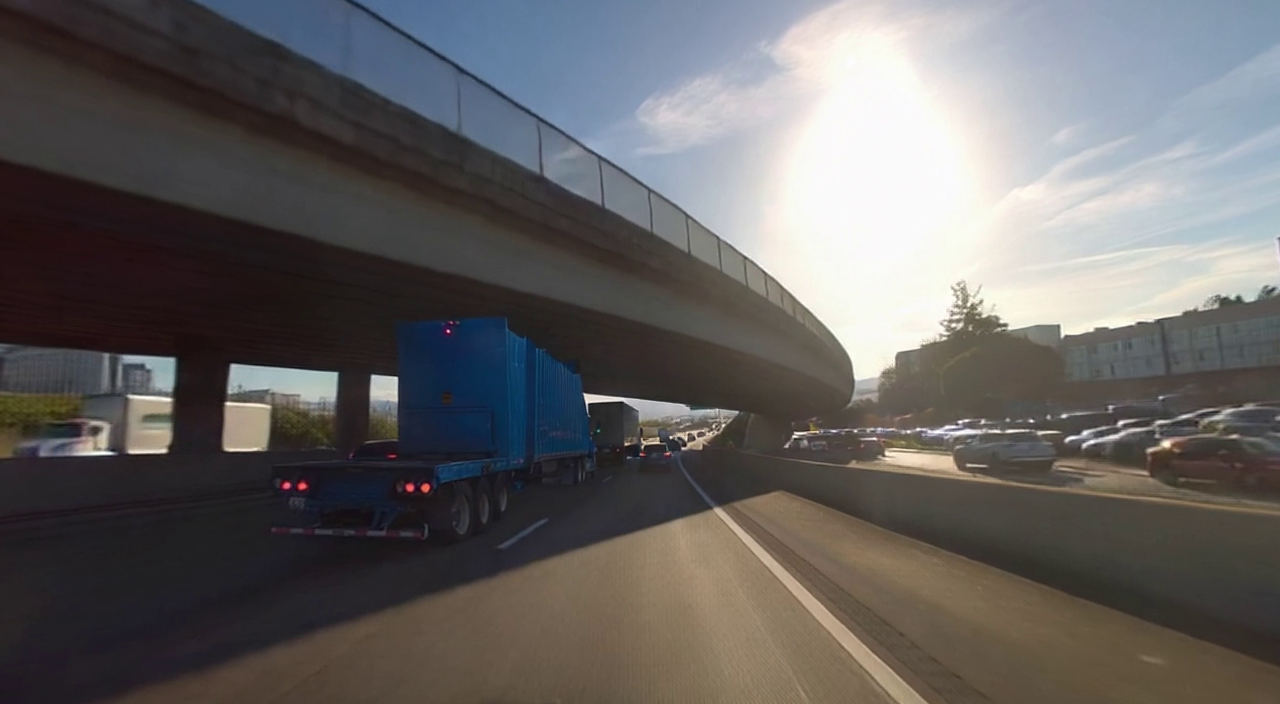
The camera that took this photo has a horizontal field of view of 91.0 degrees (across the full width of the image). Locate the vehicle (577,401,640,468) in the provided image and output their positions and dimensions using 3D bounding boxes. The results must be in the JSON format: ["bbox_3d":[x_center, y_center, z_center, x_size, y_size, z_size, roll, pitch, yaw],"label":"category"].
[{"bbox_3d":[-1.872,5.535,41.819,3.073,3.894,9.782,-1,-9,3],"label":"vehicle"}]

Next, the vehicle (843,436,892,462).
[{"bbox_3d":[15.755,6.777,43.936,2.022,1.675,4.792,-1,-9,6],"label":"vehicle"}]

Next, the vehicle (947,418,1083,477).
[{"bbox_3d":[14.619,3.798,25.091,2.186,2.074,5.586,-1,-9,3],"label":"vehicle"}]

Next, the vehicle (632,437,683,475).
[{"bbox_3d":[0.847,4.804,29.228,2.178,1.640,4.071,-1,-9,3],"label":"vehicle"}]

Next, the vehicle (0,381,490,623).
[{"bbox_3d":[-3.400,1.357,6.472,2.896,1.779,3.441,1,-8,-1],"label":"vehicle"}]
